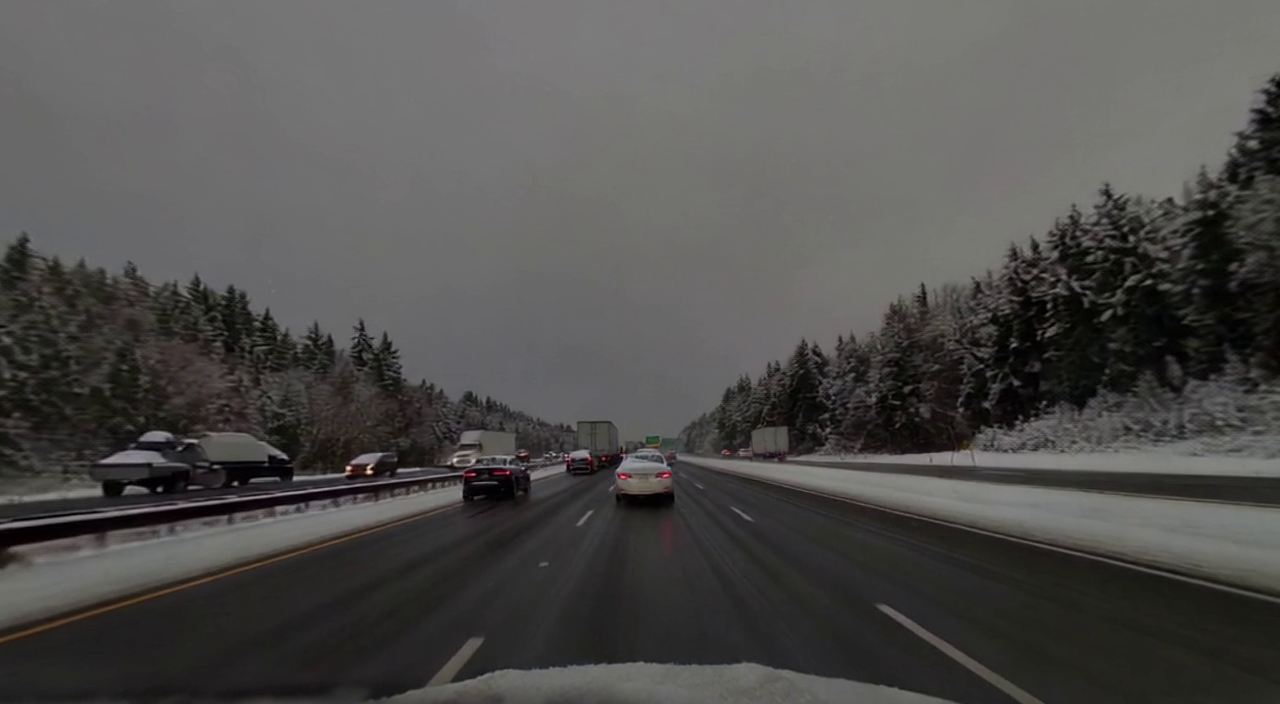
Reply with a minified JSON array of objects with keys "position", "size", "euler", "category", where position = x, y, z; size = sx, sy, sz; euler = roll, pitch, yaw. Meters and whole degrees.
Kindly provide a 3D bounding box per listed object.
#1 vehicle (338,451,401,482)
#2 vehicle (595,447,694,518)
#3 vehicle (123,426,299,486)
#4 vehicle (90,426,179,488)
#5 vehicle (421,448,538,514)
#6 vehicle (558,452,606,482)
[{"position":[-15.706,6.633,36.778],"size":[1.860,1.673,3.921],"euler":[0,-9,1],"category":"vehicle"},{"position":[0.085,3.010,15.024],"size":[2.057,1.449,3.931],"euler":[0,-9,0],"category":"vehicle"},{"position":[-31.806,7.906,48.187],"size":[2.820,3.863,14.416],"euler":[-1,-9,2],"category":"vehicle"},{"position":[-32.079,6.675,40.114],"size":[2.830,3.760,2.909],"euler":[0,-9,2],"category":"vehicle"},{"position":[-4.115,3.363,16.965],"size":[1.929,1.509,4.331],"euler":[0,-9,1],"category":"vehicle"},{"position":[-3.082,5.915,32.669],"size":[1.952,1.402,4.184],"euler":[2,-9,-12],"category":"vehicle"}]
